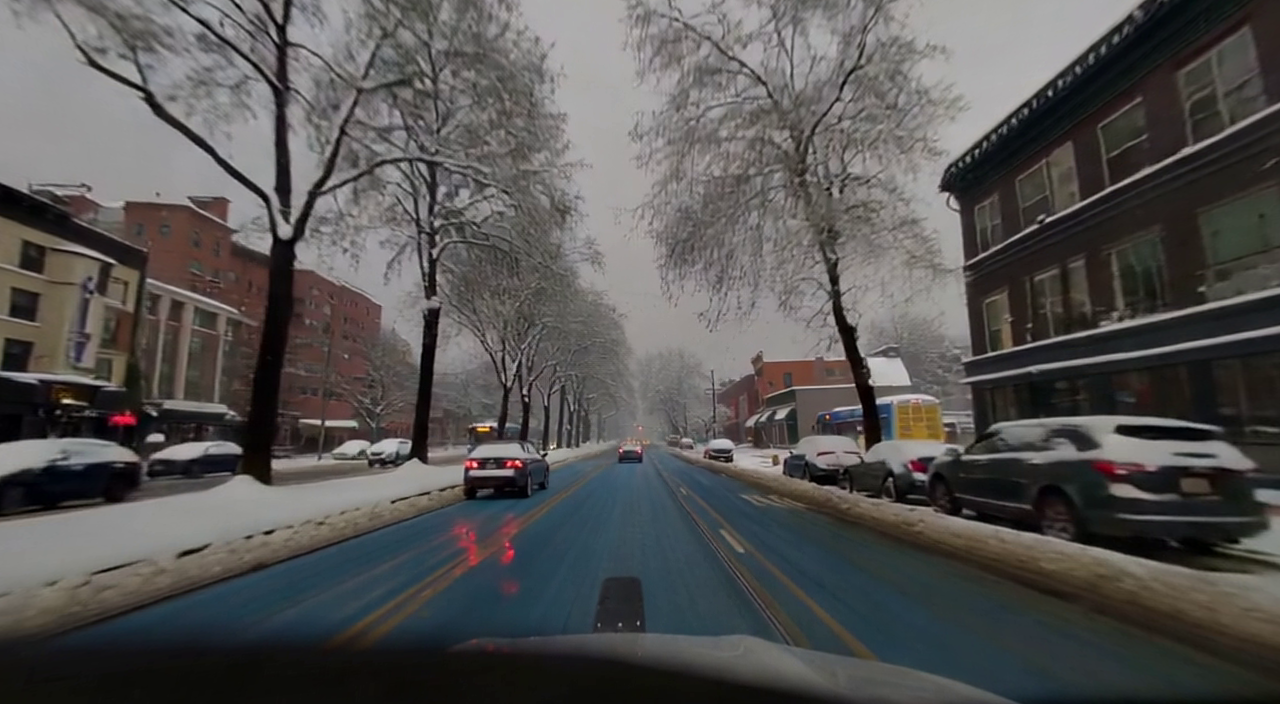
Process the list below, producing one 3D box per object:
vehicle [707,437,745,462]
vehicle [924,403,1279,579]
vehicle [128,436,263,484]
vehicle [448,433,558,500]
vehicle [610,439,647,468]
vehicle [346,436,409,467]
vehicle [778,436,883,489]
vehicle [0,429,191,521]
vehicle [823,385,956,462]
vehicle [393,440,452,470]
[{"bbox_3d":[6.482,7.423,48.260,2.206,1.803,5.753,-1,-8,1],"label":"vehicle"},{"bbox_3d":[6.493,1.790,9.100,2.375,1.786,5.078,0,-8,-1],"label":"vehicle"},{"bbox_3d":[-16.810,4.093,24.223,1.885,1.642,4.397,-1,-8,1],"label":"vehicle"},{"bbox_3d":[-3.455,2.965,16.855,1.934,1.522,4.287,-1,-8,1],"label":"vehicle"},{"bbox_3d":[-0.610,5.738,36.024,1.999,1.520,3.896,-1,-8,0],"label":"vehicle"},{"bbox_3d":[-16.782,6.359,40.650,1.912,1.855,4.652,-1,-8,3],"label":"vehicle"},{"bbox_3d":[6.314,3.683,21.513,2.130,1.584,4.181,0,-8,-2],"label":"vehicle"},{"bbox_3d":[-11.688,2.340,12.462,1.972,1.533,5.024,0,-8,0],"label":"vehicle"},{"bbox_3d":[17.801,5.510,47.332,3.225,4.571,16.558,-3,-8,0],"label":"vehicle"},{"bbox_3d":[-11.682,5.536,34.236,1.804,1.462,4.392,0,-8,-2],"label":"vehicle"}]
